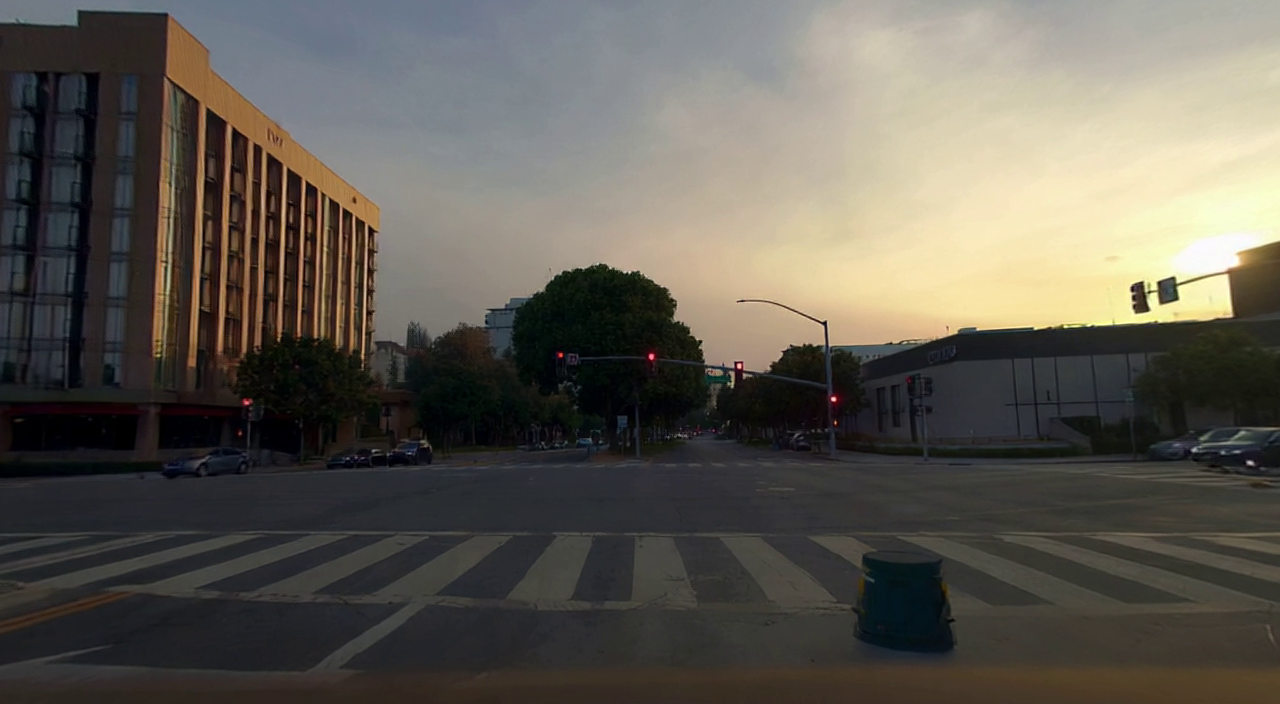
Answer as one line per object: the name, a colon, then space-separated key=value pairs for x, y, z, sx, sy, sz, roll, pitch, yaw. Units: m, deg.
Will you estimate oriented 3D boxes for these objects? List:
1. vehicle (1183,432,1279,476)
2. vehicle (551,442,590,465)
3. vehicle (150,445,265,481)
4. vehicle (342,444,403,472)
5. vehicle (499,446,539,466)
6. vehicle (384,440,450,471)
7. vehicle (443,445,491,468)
vehicle: x=22.308 y=3.580 z=22.251 sx=4.474 sy=1.477 sz=1.908 roll=0 pitch=-9 yaw=-3
vehicle: x=-4.552 y=6.713 z=41.678 sx=1.954 sy=1.431 sz=4.050 roll=-1 pitch=-9 yaw=2
vehicle: x=-24.133 y=6.152 z=35.370 sx=2.032 sy=1.839 sz=4.884 roll=-3 pitch=-9 yaw=20
vehicle: x=-18.582 y=7.352 z=44.011 sx=2.237 sy=1.801 sz=4.541 roll=0 pitch=-9 yaw=1
vehicle: x=-8.120 y=7.008 z=42.604 sx=1.910 sy=1.321 sz=3.692 roll=0 pitch=-9 yaw=1
vehicle: x=-15.144 y=7.041 z=43.148 sx=2.340 sy=1.946 sz=5.450 roll=0 pitch=-9 yaw=2
vehicle: x=-11.659 y=7.075 z=42.691 sx=1.911 sy=1.476 sz=4.297 roll=-1 pitch=-9 yaw=2
